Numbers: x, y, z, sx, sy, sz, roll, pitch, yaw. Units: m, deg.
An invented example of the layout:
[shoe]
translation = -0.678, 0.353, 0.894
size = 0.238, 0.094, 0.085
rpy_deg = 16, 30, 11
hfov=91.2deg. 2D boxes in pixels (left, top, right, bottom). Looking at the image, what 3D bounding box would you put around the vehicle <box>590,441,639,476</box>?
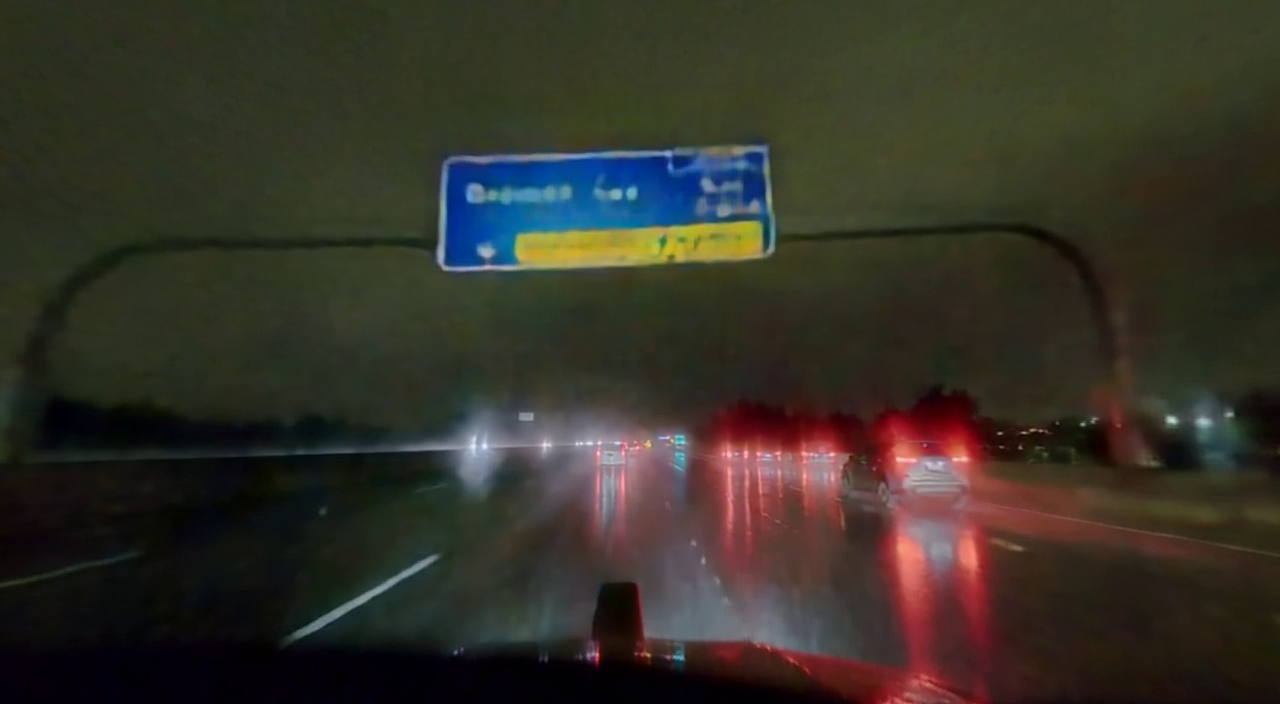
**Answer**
[vehicle]
translation = -1.165, 5.091, 30.079
size = 2.055, 1.509, 4.255
rpy_deg = -1, -9, 2
